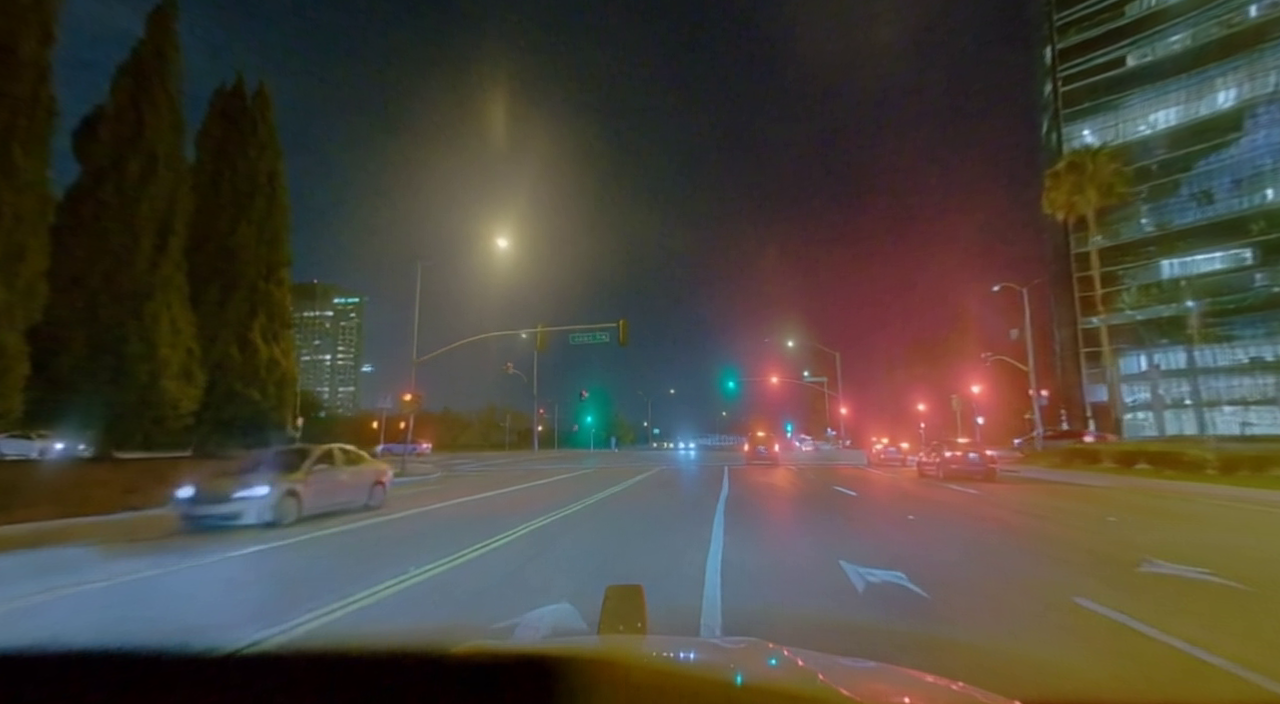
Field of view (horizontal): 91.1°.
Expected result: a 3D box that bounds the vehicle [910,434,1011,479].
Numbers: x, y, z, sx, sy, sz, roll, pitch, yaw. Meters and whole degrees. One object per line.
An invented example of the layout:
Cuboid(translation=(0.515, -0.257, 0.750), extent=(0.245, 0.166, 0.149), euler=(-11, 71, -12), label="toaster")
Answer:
Cuboid(translation=(11.560, 3.790, 22.979), extent=(1.896, 1.463, 4.296), euler=(-1, -8, 8), label="vehicle")

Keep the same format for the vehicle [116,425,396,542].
Cuboid(translation=(-6.523, 2.235, 11.378), extent=(2.016, 1.677, 4.147), euler=(-1, -8, 9), label="vehicle")

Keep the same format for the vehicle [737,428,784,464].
Cuboid(translation=(6.540, 5.140, 34.495), extent=(2.203, 1.801, 4.331), euler=(-1, -8, 7), label="vehicle")

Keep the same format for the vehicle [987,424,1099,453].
Cuboid(translation=(28.545, 6.138, 44.664), extent=(6.170, 1.978, 2.399), euler=(-1, -9, 7), label="vehicle")

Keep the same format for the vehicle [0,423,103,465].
Cuboid(translation=(-27.005, 4.164, 28.140), extent=(1.871, 1.703, 4.093), euler=(-1, -10, 6), label="vehicle")

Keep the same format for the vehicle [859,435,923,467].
Cuboid(translation=(12.563, 4.984, 31.745), extent=(1.860, 1.460, 4.379), euler=(0, -8, 6), label="vehicle")
